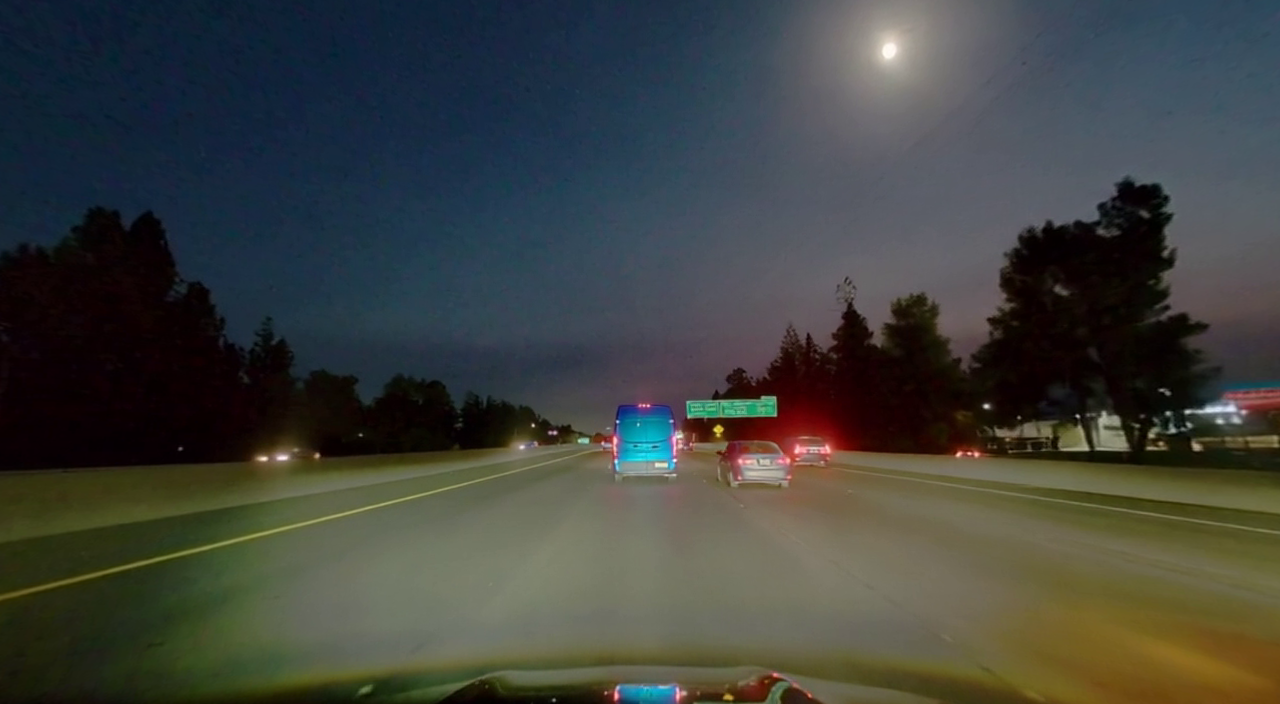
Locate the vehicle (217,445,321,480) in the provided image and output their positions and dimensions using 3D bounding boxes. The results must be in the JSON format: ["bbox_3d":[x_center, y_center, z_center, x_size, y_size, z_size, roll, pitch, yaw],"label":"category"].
[{"bbox_3d":[-17.095,5.095,29.212,2.068,1.479,4.511,0,-8,0],"label":"vehicle"}]

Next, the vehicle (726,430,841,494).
[{"bbox_3d":[3.679,2.894,16.883,2.099,1.510,3.784,0,-8,-1],"label":"vehicle"}]

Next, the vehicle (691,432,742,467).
[{"bbox_3d":[3.937,5.102,32.989,2.019,1.662,3.977,0,-8,-2],"label":"vehicle"}]

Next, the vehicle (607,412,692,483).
[{"bbox_3d":[0.208,3.253,21.535,2.546,2.087,5.404,0,-8,-2],"label":"vehicle"}]
